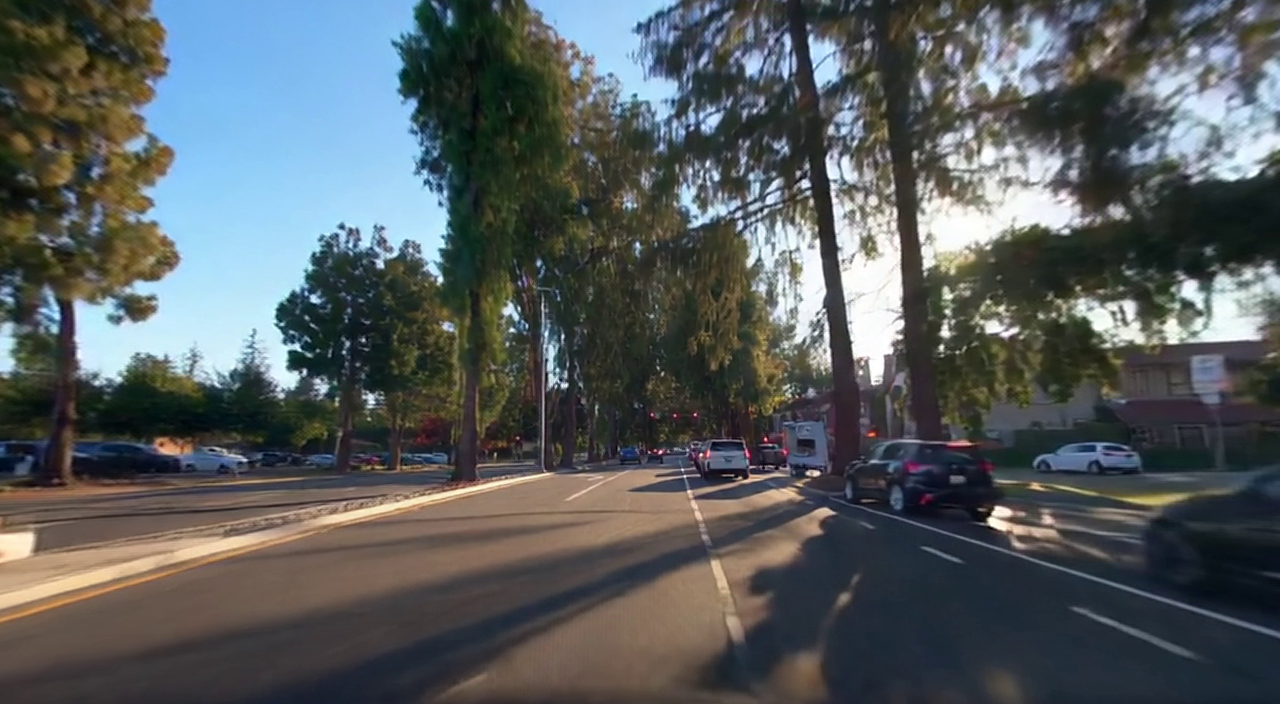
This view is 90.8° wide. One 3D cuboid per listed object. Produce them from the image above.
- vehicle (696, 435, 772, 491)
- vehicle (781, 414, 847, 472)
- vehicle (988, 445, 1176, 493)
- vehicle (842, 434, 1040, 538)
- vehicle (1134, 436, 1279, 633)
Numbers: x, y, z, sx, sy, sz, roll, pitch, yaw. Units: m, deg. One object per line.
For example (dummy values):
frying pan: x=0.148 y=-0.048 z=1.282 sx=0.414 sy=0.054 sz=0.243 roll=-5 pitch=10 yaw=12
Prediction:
vehicle: x=3.081 y=3.743 z=21.643 sx=2.052 sy=1.693 sz=4.554 roll=0 pitch=-9 yaw=2
vehicle: x=7.460 y=3.955 z=27.441 sx=1.933 sy=2.309 sz=3.468 roll=-1 pitch=-9 yaw=2
vehicle: x=14.678 y=3.898 z=21.221 sx=4.755 sy=1.500 sz=1.959 roll=0 pitch=-9 yaw=2
vehicle: x=5.890 y=2.598 z=13.106 sx=1.803 sy=1.754 sz=4.480 roll=1 pitch=-8 yaw=-1
vehicle: x=5.785 y=1.303 z=4.231 sx=1.915 sy=1.480 sz=3.925 roll=0 pitch=-9 yaw=4
